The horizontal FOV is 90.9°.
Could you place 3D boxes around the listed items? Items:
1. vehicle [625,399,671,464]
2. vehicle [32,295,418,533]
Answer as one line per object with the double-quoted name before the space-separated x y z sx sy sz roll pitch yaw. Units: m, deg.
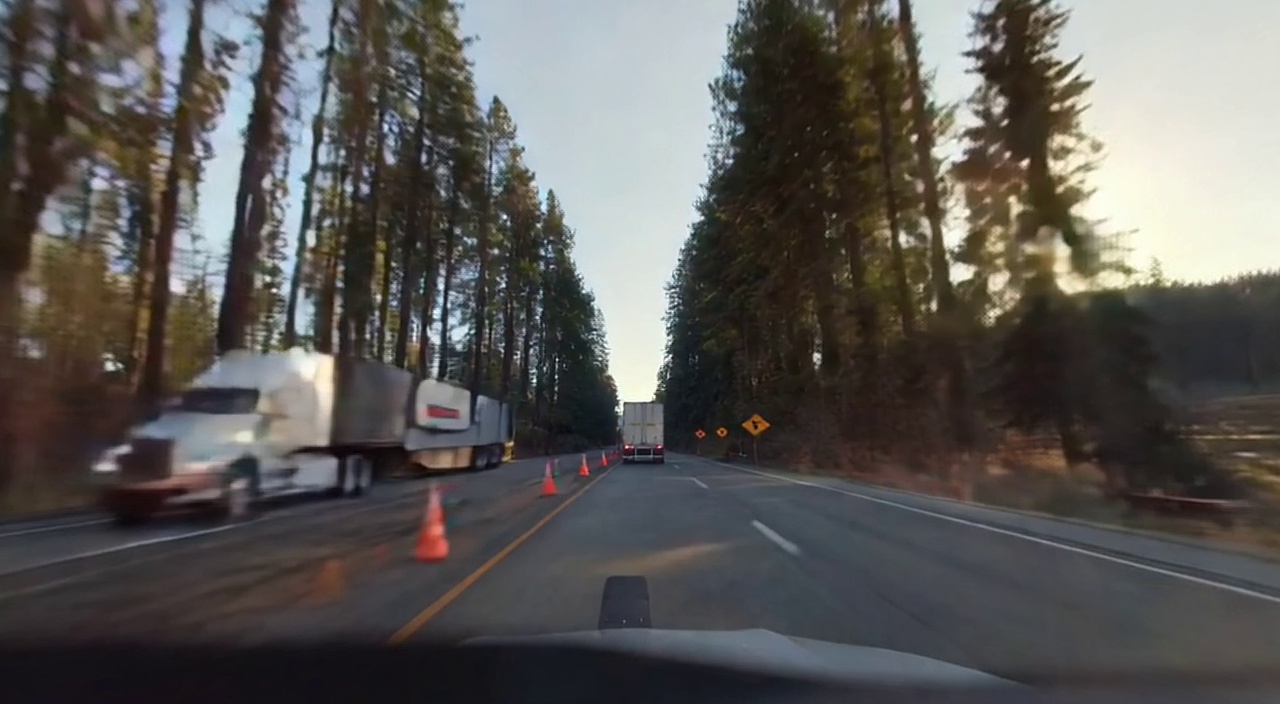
"vehicle" 0.376 5.870 45.597 2.935 4.068 11.036 0 -8 -1
"vehicle" -8.492 1.656 15.081 3.025 4.018 8.862 0 -8 1
